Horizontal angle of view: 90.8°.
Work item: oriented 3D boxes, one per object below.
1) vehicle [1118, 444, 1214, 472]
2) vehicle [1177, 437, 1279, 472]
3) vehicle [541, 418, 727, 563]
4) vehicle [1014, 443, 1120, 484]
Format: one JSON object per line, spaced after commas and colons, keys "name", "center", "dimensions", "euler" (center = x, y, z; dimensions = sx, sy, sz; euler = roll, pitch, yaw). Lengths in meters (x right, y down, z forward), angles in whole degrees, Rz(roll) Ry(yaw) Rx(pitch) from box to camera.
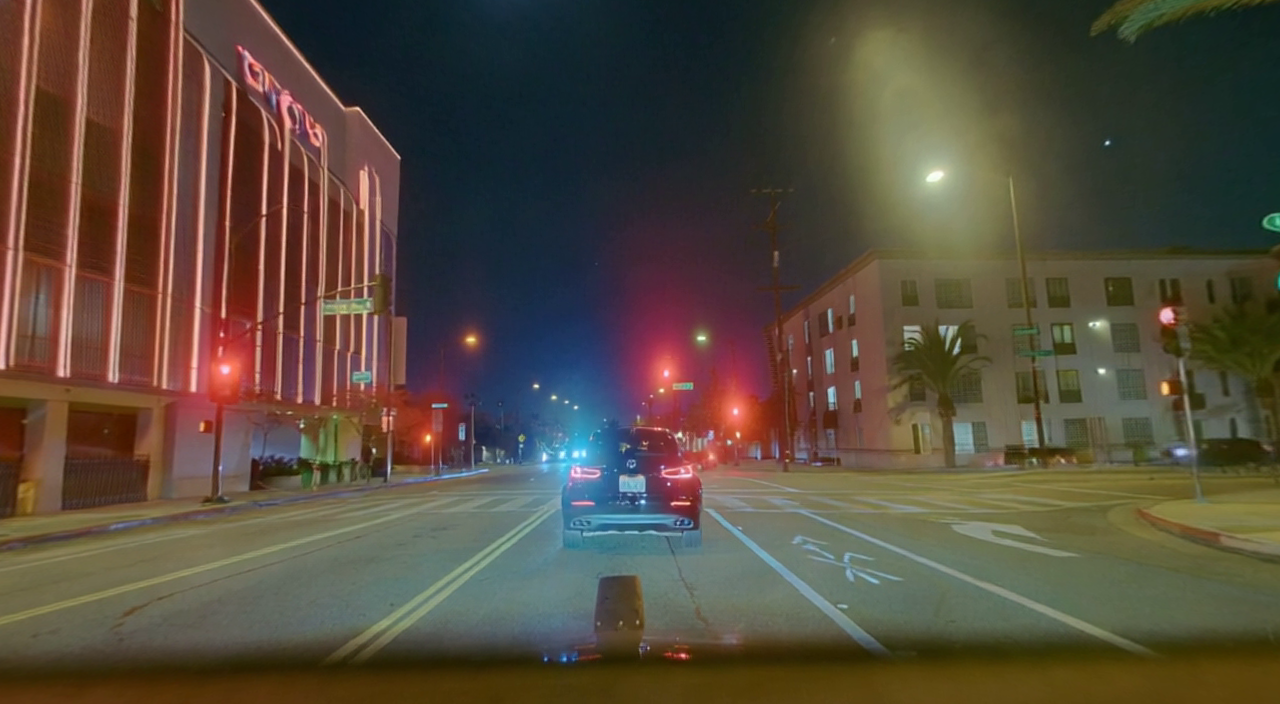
{"name": "vehicle", "center": [32.231, 6.475, 38.778], "dimensions": [4.234, 1.613, 1.812], "euler": [0, -8, -1]}
{"name": "vehicle", "center": [32.315, 5.500, 34.054], "dimensions": [4.649, 1.760, 2.029], "euler": [-1, -8, 3]}
{"name": "vehicle", "center": [-0.079, 1.877, 9.238], "dimensions": [2.144, 1.643, 3.770], "euler": [0, -8, 0]}
{"name": "vehicle", "center": [18.289, 4.718, 27.050], "dimensions": [4.118, 1.593, 2.004], "euler": [4, -10, -29]}
